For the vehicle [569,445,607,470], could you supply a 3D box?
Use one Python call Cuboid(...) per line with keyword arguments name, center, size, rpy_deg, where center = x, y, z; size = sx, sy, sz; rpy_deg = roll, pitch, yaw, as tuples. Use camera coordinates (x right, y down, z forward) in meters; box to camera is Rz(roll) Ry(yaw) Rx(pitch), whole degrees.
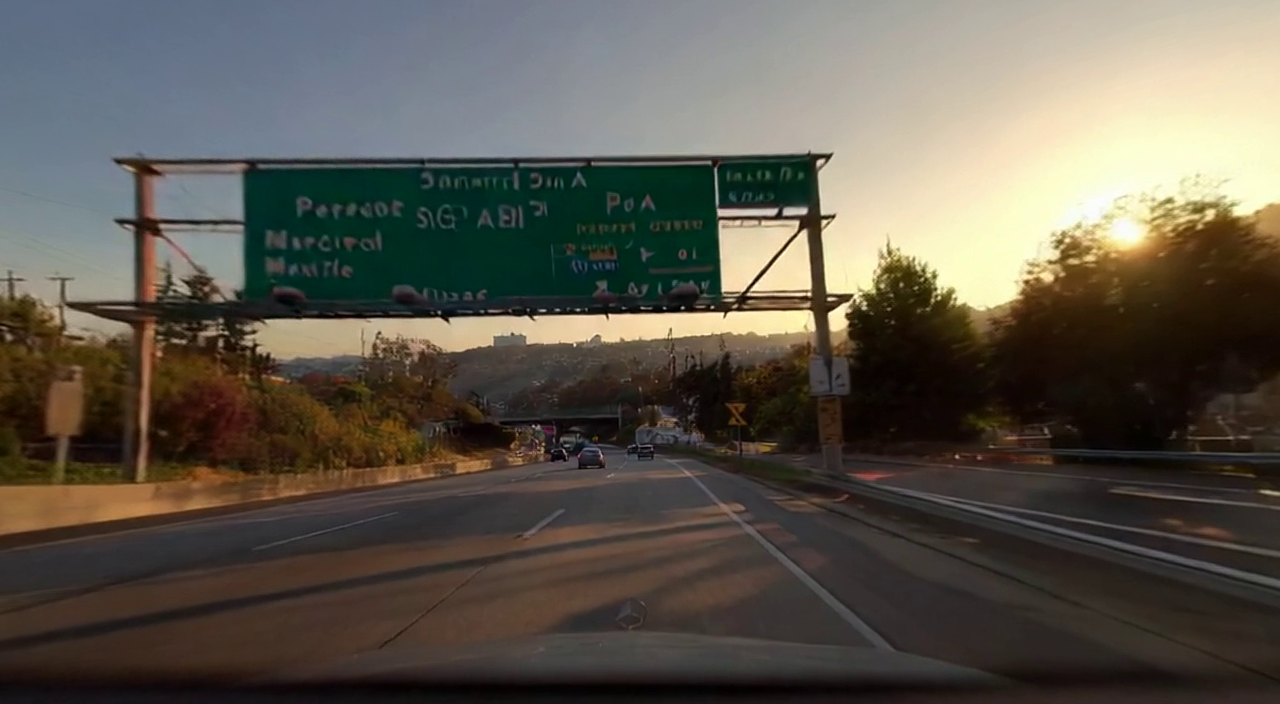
Cuboid(name="vehicle", center=(-3.334, 6.868, 41.325), size=(2.112, 1.489, 4.266), rpy_deg=(0, -8, 0))
